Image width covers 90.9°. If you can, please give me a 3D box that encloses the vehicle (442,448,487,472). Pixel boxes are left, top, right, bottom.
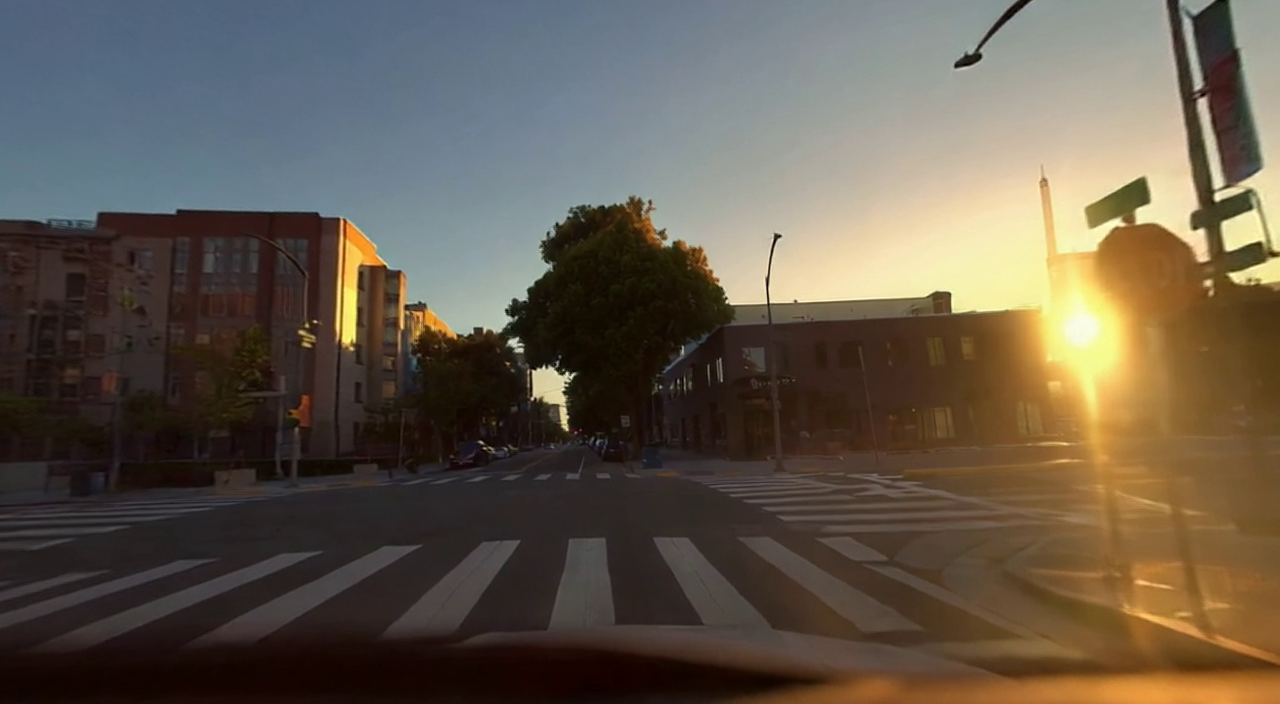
[{"bbox_3d":[-11.510,7.094,41.694,2.033,1.491,4.298,0,-9,-4],"label":"vehicle"}]
